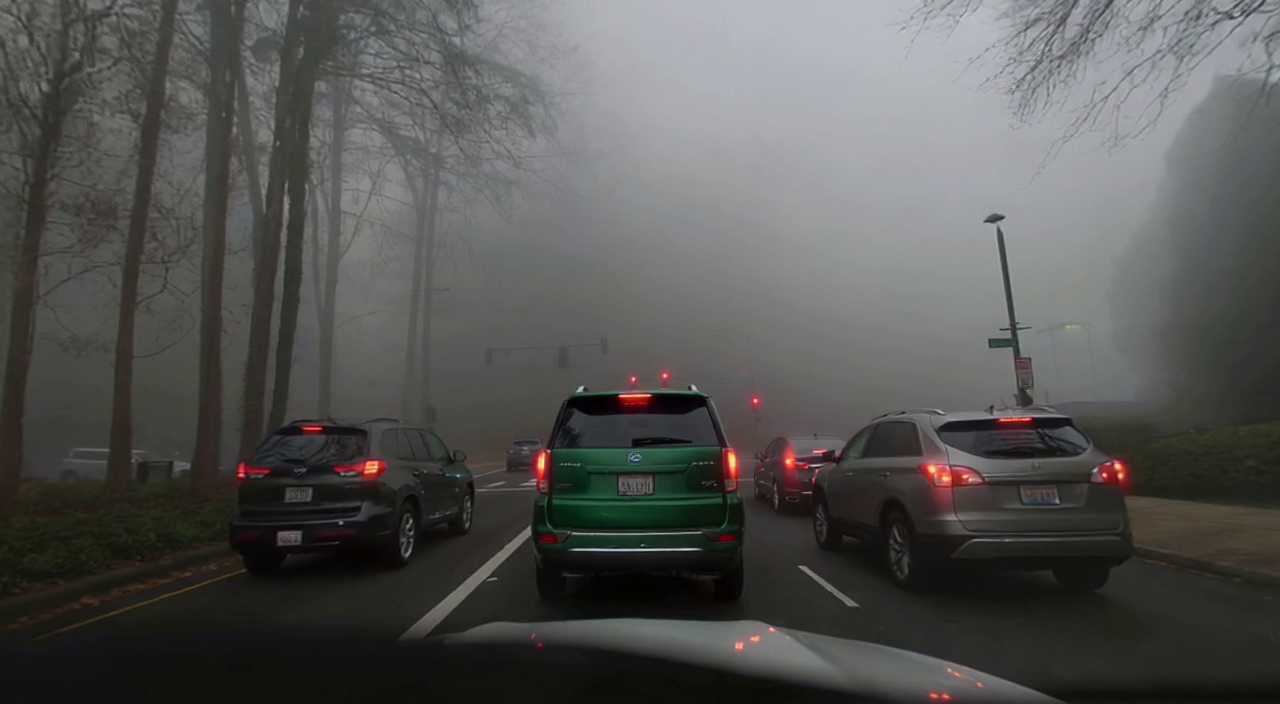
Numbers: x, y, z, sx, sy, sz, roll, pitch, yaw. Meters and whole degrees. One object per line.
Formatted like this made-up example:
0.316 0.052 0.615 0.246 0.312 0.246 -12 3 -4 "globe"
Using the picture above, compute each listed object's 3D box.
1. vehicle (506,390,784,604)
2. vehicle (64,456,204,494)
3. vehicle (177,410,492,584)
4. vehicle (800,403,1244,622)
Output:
0.024 1.490 7.248 2.294 1.761 3.857 0 -9 -1 "vehicle"
-22.332 5.413 28.201 2.312 1.443 4.684 0 -9 1 "vehicle"
-3.377 1.679 8.076 1.961 1.639 4.064 0 -9 0 "vehicle"
3.477 1.549 7.045 2.202 1.657 4.298 0 -9 -1 "vehicle"
